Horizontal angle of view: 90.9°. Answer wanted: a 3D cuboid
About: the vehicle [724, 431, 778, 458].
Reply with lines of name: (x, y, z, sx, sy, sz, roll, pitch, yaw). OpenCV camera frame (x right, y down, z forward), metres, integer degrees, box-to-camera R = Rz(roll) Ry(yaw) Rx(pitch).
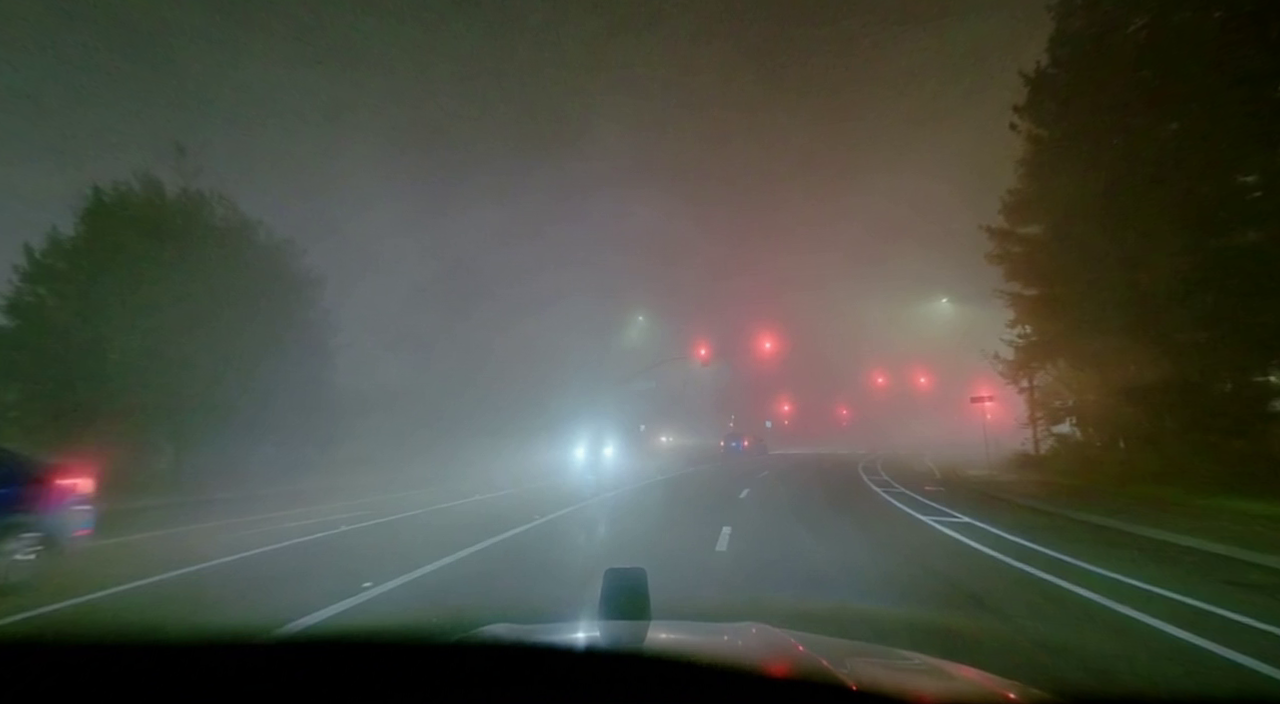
vehicle: (6.993, 5.770, 39.424, 2.055, 1.573, 4.065, -5, -9, 29)

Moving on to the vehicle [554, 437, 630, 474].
vehicle: (-2.141, 4.811, 29.628, 1.983, 1.562, 4.652, -3, -9, 17)
